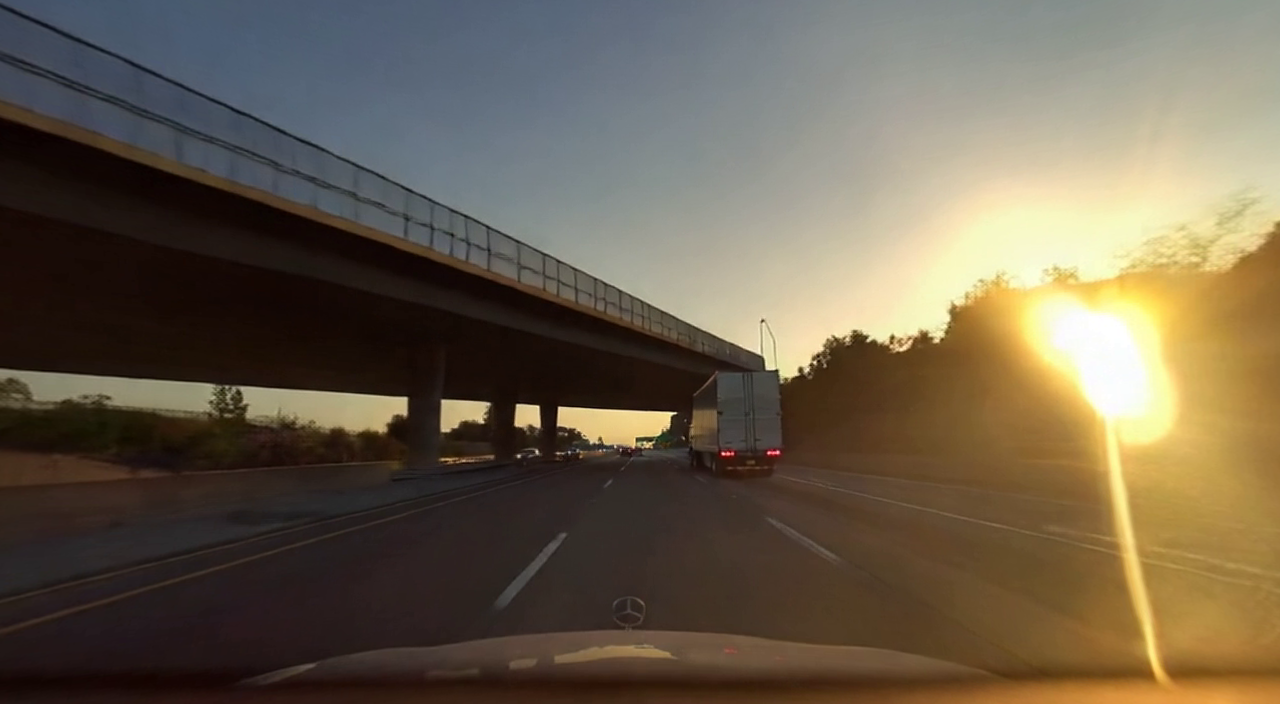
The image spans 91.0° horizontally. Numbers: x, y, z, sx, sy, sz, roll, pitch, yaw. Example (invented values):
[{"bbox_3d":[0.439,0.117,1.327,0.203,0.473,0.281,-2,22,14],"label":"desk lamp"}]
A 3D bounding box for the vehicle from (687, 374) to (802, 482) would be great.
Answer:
[{"bbox_3d":[4.618,4.046,32.148,3.187,4.197,15.004,0,-8,-1],"label":"vehicle"}]
